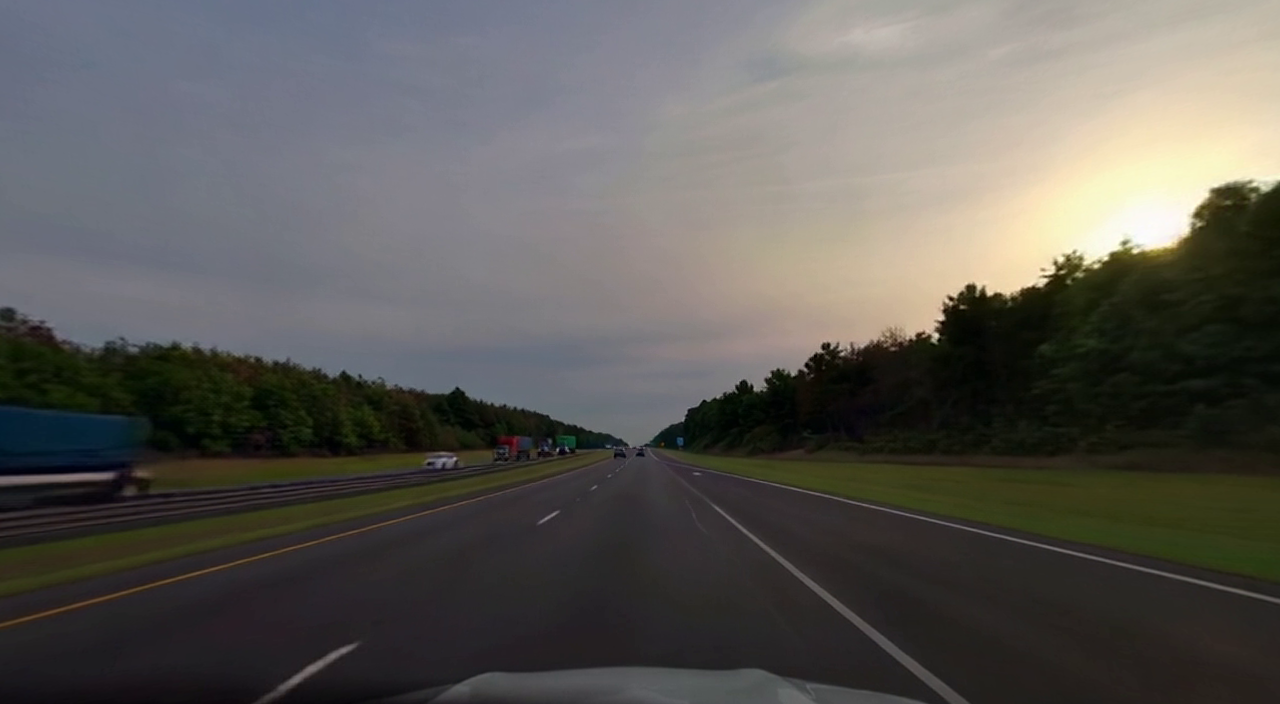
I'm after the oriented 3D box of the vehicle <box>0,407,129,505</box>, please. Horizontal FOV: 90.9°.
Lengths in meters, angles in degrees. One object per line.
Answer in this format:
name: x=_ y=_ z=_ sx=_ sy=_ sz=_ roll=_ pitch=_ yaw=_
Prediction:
vehicle: x=-22.605 y=3.485 z=21.067 sx=2.851 sy=3.200 sz=9.549 roll=0 pitch=-9 yaw=1
